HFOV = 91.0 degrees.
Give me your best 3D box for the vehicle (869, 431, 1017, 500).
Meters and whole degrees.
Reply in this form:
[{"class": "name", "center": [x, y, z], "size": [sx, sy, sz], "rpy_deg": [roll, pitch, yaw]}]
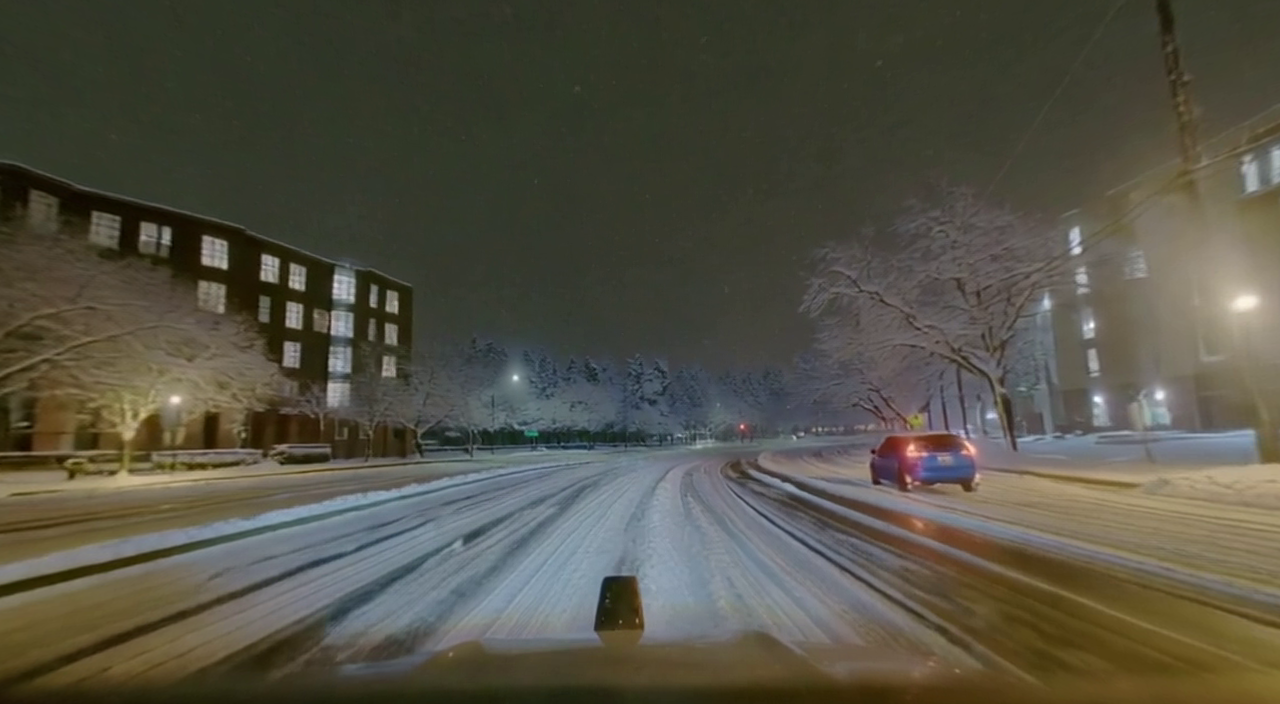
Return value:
[{"class": "vehicle", "center": [7.296, 2.753, 15.653], "size": [1.908, 1.476, 3.880], "rpy_deg": [-1, -9, 3]}]
